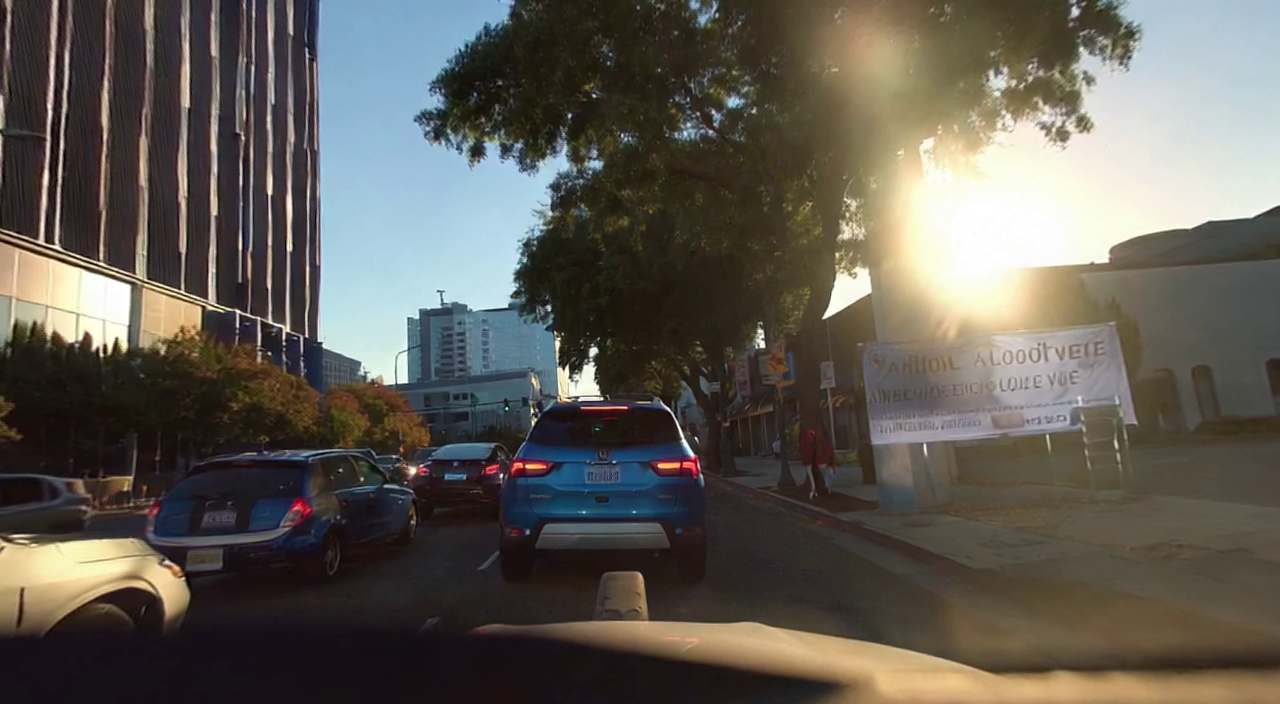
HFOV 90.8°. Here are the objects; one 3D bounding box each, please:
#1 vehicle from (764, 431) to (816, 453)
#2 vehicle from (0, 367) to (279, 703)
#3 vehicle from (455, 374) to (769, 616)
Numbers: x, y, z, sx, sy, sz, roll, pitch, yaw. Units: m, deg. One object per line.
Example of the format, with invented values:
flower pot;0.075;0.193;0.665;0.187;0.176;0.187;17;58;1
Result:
vehicle;10.299;6.191;43.197;1.877;1.416;3.965;-8;-12;38
vehicle;-3.189;0.810;1.623;1.971;1.658;4.428;0;-8;-1
vehicle;-0.357;1.465;7.392;2.531;1.930;4.382;0;-8;-4
